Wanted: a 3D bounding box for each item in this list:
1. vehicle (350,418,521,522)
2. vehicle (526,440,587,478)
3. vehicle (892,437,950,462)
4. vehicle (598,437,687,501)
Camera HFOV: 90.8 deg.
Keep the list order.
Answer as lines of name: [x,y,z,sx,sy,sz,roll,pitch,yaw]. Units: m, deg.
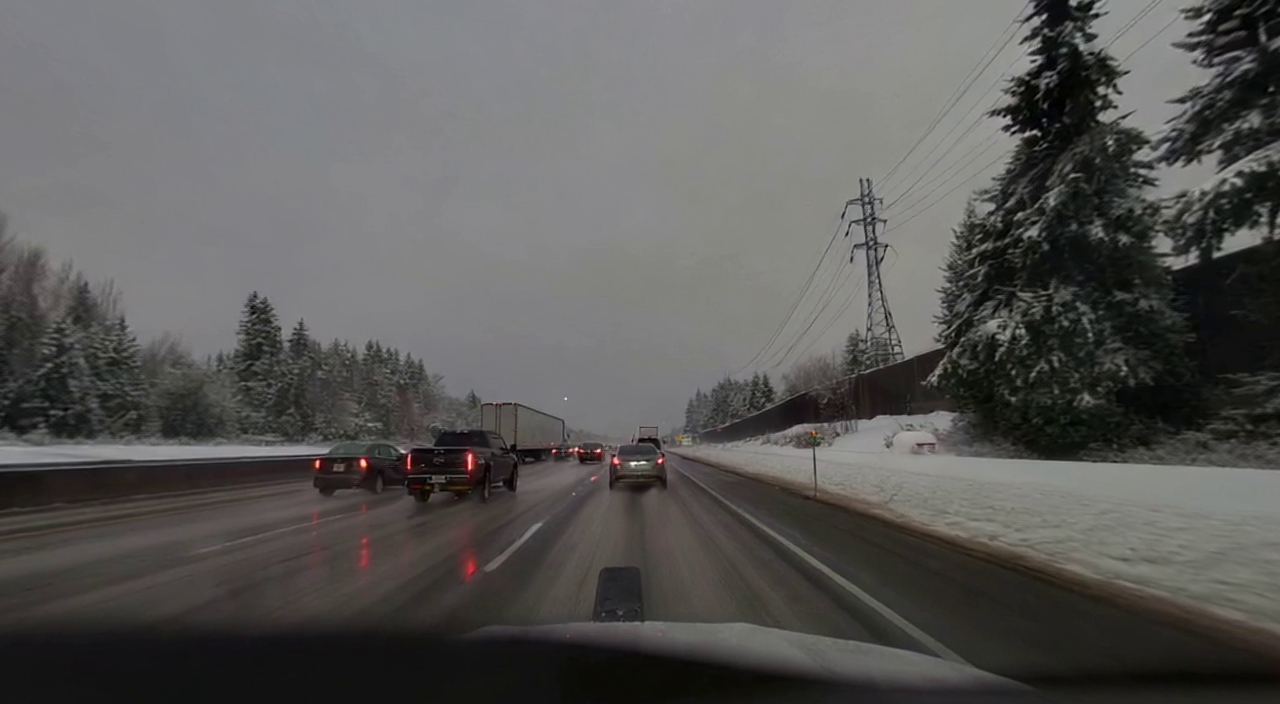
vehicle: [-3.814,2.283,12.708,1.923,1.716,4.289,0,-9,1]
vehicle: [-3.426,4.489,26.758,1.870,1.485,4.304,0,-9,2]
vehicle: [18.546,6.468,41.908,1.936,1.591,4.362,0,-8,2]
vehicle: [0.057,3.042,16.794,2.089,1.477,3.818,0,-9,0]
